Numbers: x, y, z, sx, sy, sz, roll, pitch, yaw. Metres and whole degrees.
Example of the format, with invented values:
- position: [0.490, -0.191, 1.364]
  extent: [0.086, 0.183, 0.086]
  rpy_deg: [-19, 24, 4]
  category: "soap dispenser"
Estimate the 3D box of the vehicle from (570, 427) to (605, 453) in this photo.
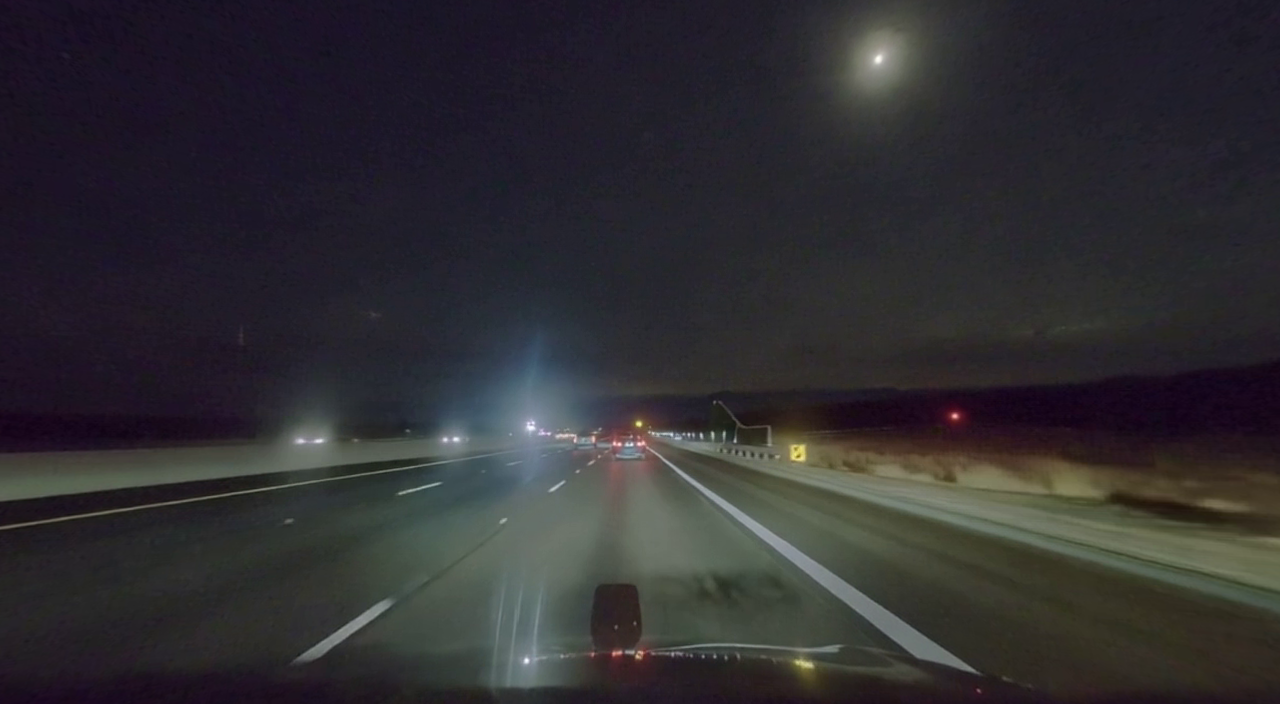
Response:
- position: [-4.085, 6.950, 49.560]
  extent: [2.251, 1.938, 4.708]
  rpy_deg: [0, -8, 1]
  category: "vehicle"

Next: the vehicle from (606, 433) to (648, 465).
- position: [-0.660, 4.786, 31.383]
  extent: [1.948, 1.470, 3.913]
  rpy_deg: [0, -8, -2]
  category: "vehicle"
